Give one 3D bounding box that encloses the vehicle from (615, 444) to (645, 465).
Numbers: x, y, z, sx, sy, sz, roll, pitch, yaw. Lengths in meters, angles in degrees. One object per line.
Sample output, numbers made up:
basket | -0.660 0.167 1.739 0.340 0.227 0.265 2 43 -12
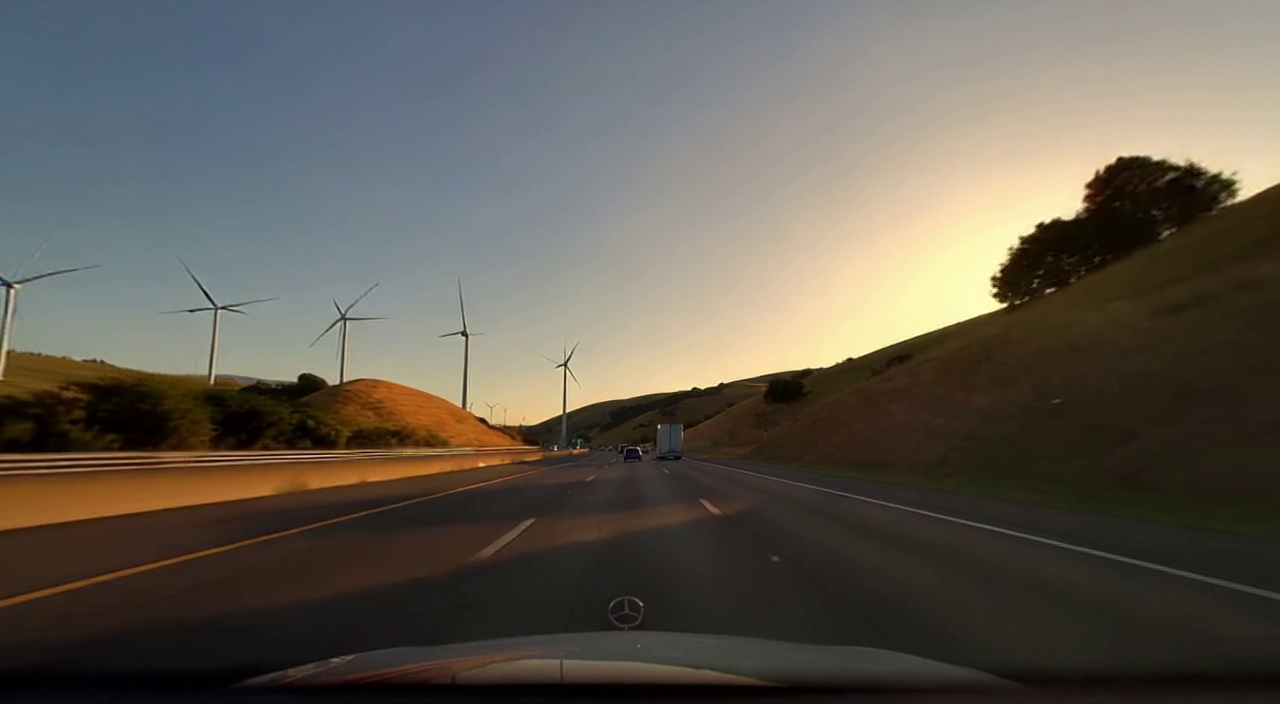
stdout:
vehicle | -0.767 7.702 47.506 2.209 1.453 3.695 0 -9 -1
